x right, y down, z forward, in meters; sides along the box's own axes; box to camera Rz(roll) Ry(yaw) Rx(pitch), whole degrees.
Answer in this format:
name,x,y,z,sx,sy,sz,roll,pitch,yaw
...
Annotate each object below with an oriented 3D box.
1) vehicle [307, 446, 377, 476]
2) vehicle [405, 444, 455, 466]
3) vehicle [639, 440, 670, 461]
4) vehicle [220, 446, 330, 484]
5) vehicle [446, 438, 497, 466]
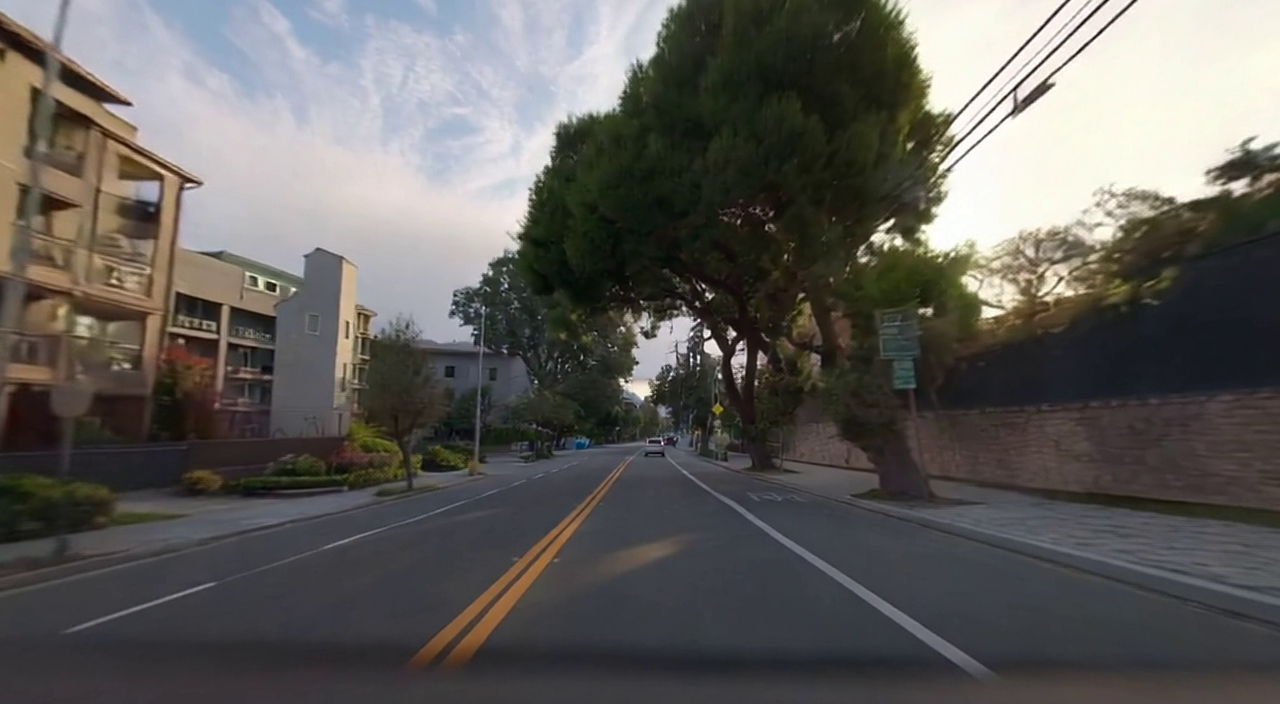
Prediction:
name,x,y,z,sx,sy,sz,roll,pitch,yaw
vehicle,-15.631,5.728,33.255,1.692,1.477,3.902,0,-9,1
vehicle,-15.425,7.583,46.587,2.049,1.563,4.950,0,-9,-1
vehicle,1.002,7.041,45.121,2.097,1.463,4.043,0,-9,-1
vehicle,-15.747,4.864,27.552,2.113,1.501,4.659,0,-9,-1
vehicle,-12.378,7.403,46.677,2.331,1.956,4.762,0,-9,1
